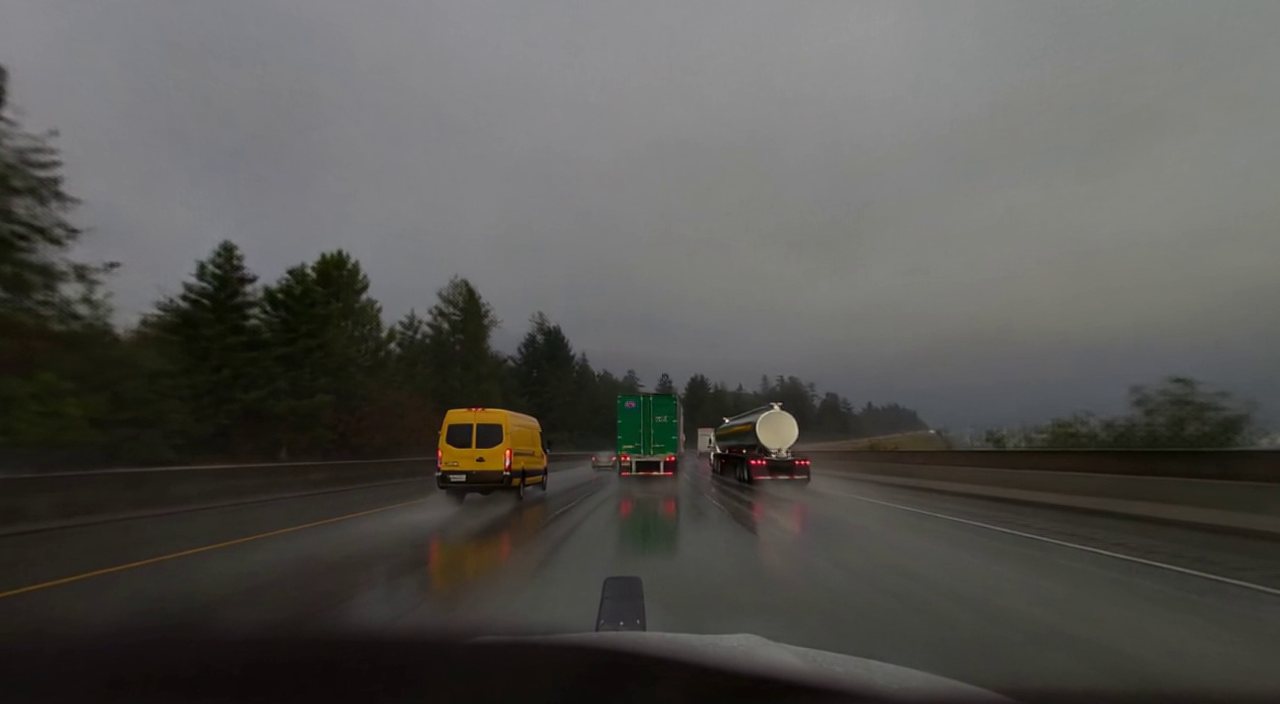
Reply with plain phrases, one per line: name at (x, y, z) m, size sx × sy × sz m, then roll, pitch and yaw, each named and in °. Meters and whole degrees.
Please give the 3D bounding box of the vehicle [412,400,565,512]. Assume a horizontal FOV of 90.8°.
vehicle at (-3.881, 2.896, 17.791) m, size 2.525 × 2.572 × 6.260 m, roll 0°, pitch -9°, yaw 2°

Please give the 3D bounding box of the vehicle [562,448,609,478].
vehicle at (-3.177, 6.567, 37.689) m, size 2.134 × 1.652 × 4.439 m, roll -1°, pitch -9°, yaw 3°

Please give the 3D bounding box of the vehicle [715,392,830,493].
vehicle at (5.254, 4.023, 27.664) m, size 2.706 × 3.500 × 11.483 m, roll 0°, pitch -9°, yaw 1°

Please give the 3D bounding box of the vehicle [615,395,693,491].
vehicle at (0.329, 4.063, 27.589) m, size 2.773 × 3.455 × 9.118 m, roll 0°, pitch -9°, yaw -3°
